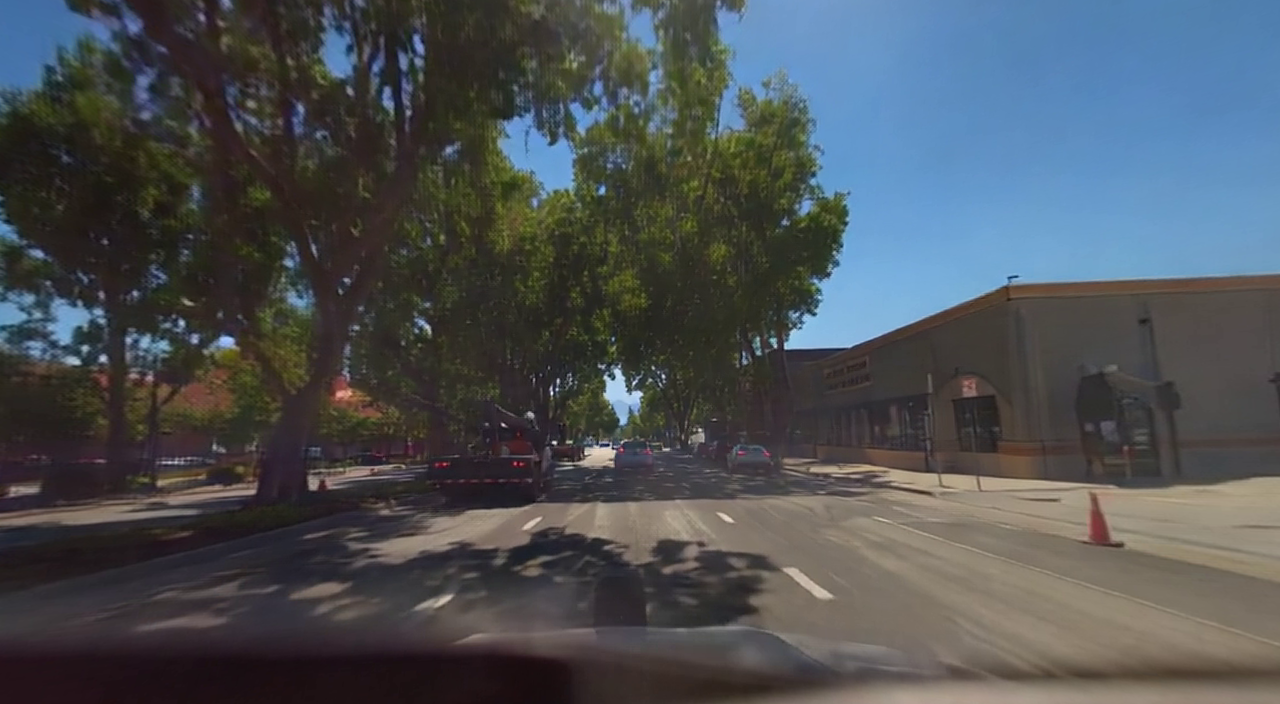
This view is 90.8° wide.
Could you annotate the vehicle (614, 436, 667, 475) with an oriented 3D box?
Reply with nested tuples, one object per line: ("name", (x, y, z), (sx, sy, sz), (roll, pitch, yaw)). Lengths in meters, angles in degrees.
("vehicle", (-0.034, 5.079, 31.235), (2.413, 1.748, 4.406), (0, -8, -1))

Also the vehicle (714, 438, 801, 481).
("vehicle", (4.739, 4.397, 26.237), (2.082, 1.601, 4.451), (1, -9, -10))

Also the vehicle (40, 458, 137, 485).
("vehicle", (-34.824, 7.522, 40.090), (1.876, 1.470, 4.711), (0, -8, 0))

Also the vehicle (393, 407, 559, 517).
("vehicle", (-3.482, 2.506, 14.899), (2.424, 2.063, 5.678), (0, -8, 0))
